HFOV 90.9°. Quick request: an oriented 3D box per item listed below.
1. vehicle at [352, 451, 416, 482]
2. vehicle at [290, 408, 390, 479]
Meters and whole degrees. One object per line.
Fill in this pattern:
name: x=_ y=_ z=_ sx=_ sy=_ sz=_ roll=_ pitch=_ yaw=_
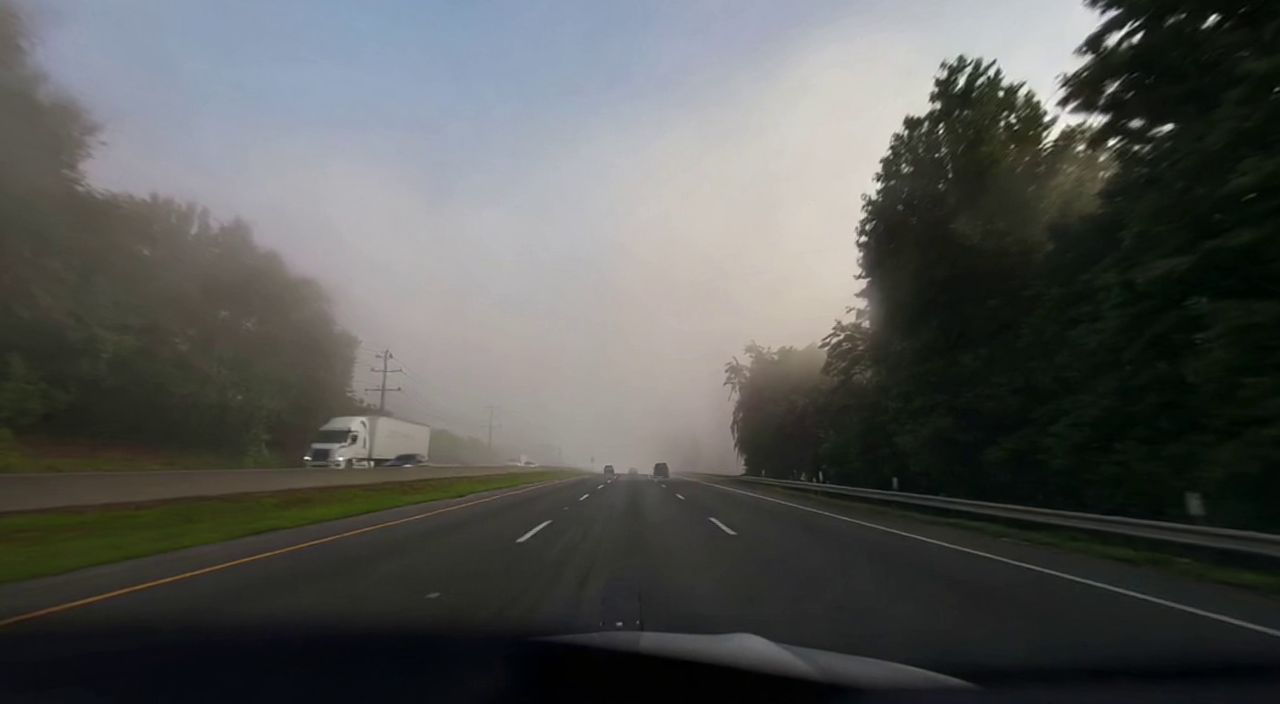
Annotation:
vehicle: x=-12.995 y=5.876 z=32.221 sx=1.691 sy=1.457 sz=3.627 roll=1 pitch=-10 yaw=1
vehicle: x=-17.939 y=5.649 z=38.209 sx=2.967 sy=3.923 sz=5.931 roll=1 pitch=-10 yaw=-1
